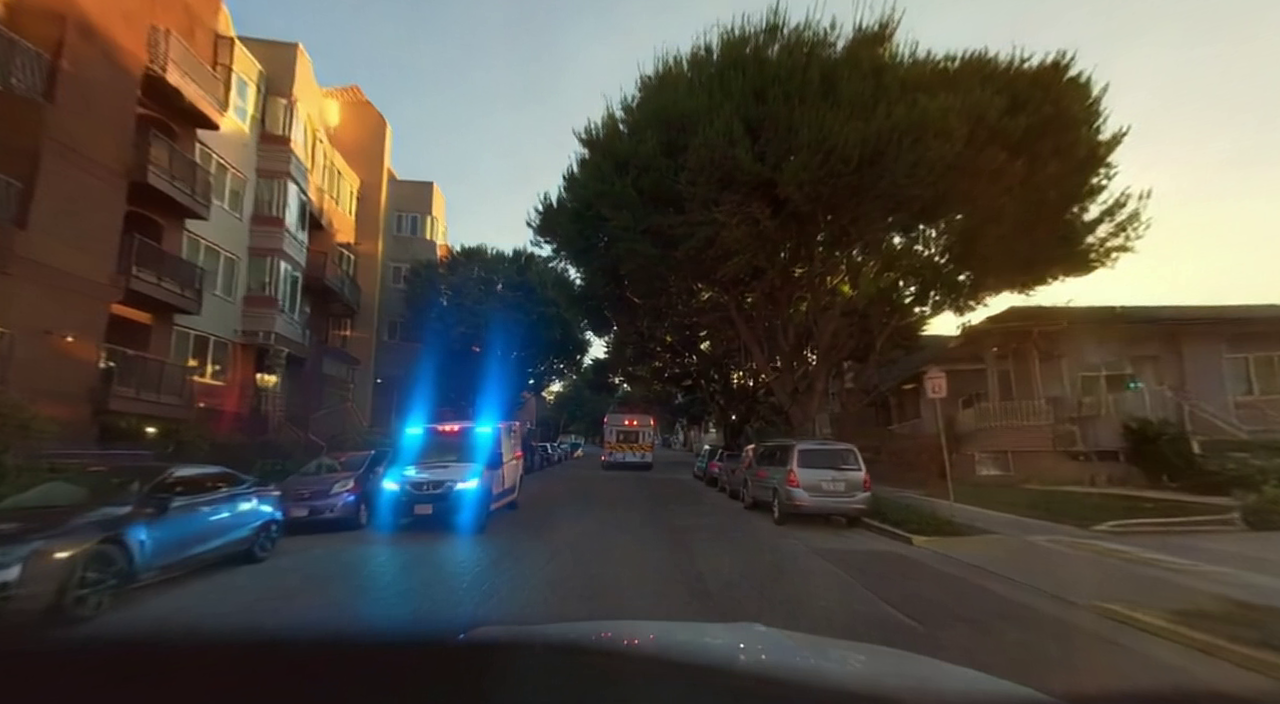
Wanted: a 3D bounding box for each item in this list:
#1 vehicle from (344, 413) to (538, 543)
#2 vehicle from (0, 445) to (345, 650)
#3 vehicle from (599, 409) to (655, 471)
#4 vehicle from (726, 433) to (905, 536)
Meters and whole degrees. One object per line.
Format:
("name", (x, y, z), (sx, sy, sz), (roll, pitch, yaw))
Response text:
("vehicle", (-3.121, 2.069, 10.991), (2.029, 1.802, 4.229), (0, -8, -1))
("vehicle", (-5.405, 1.773, 6.982), (2.047, 1.471, 4.647), (0, -8, 0))
("vehicle", (-0.792, 4.873, 34.810), (2.754, 3.008, 7.730), (0, -8, -2))
("vehicle", (3.103, 2.428, 12.260), (2.035, 1.549, 4.373), (3, -9, -3))
